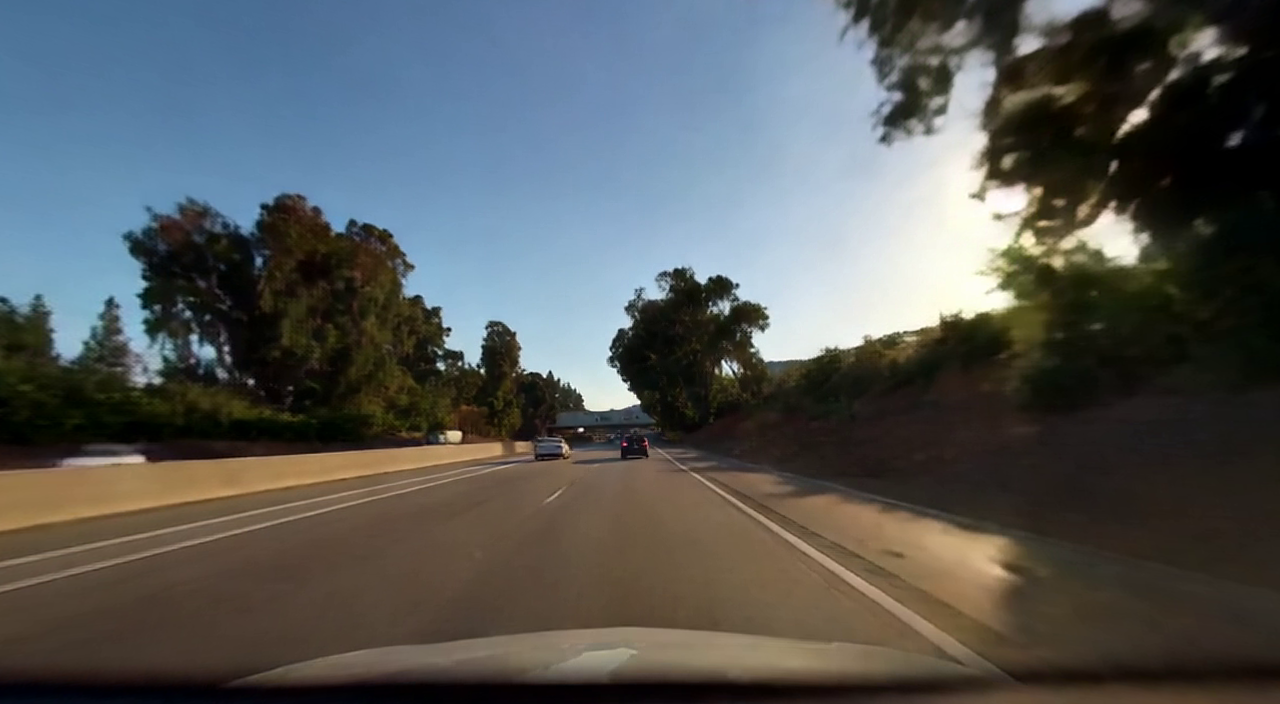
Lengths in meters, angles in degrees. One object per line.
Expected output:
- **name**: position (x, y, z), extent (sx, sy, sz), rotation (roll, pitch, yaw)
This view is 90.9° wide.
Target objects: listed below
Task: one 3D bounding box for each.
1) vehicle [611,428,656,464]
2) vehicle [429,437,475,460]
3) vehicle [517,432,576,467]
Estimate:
- **vehicle**: position (-0.307, 4.709, 31.750), extent (2.134, 1.654, 4.174), rotation (0, -8, 0)
- **vehicle**: position (-12.985, 6.668, 43.776), extent (1.888, 1.432, 4.235), rotation (0, -8, 0)
- **vehicle**: position (-4.149, 4.401, 28.707), extent (2.030, 1.491, 4.046), rotation (0, -8, 1)
